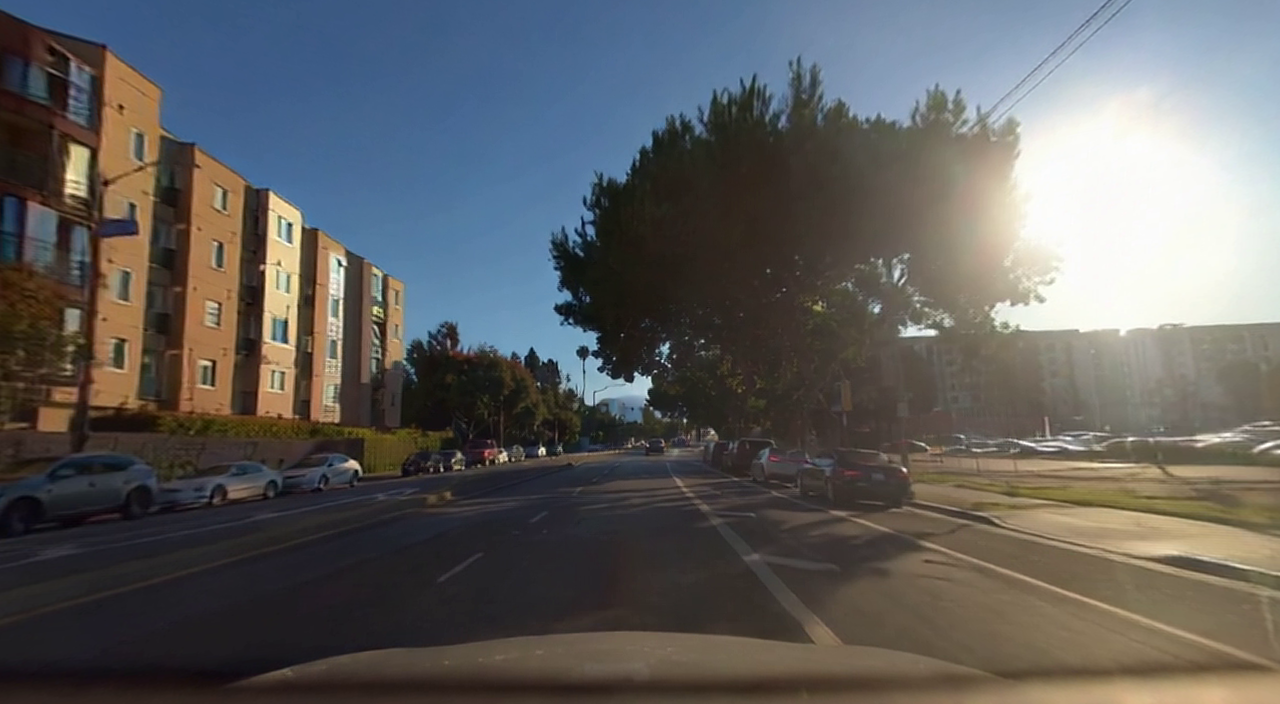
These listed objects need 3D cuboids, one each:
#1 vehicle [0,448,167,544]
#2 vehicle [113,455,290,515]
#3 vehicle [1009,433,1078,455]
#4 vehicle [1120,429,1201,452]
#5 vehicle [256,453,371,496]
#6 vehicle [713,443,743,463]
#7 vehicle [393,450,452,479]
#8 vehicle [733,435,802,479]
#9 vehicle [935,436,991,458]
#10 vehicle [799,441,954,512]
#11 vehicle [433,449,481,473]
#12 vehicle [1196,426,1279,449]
[{"bbox_3d":[-12.606,2.900,13.386,1.908,1.694,4.306,0,-8,-3],"label":"vehicle"},{"bbox_3d":[-12.688,3.833,18.746,1.779,1.433,4.633,0,-8,2],"label":"vehicle"},{"bbox_3d":[28.536,6.546,44.859,1.790,1.460,4.515,0,-8,-2],"label":"vehicle"},{"bbox_3d":[36.740,6.285,44.760,1.780,1.479,4.556,0,-8,-1],"label":"vehicle"},{"bbox_3d":[-12.574,4.719,24.748,1.889,1.461,4.608,0,-8,2],"label":"vehicle"},{"bbox_3d":[6.788,7.782,48.912,1.947,1.487,4.549,0,-8,4],"label":"vehicle"},{"bbox_3d":[-12.211,6.285,35.686,1.926,1.499,3.869,0,-8,1],"label":"vehicle"},{"bbox_3d":[5.694,4.769,29.065,2.102,1.781,5.470,0,-8,1],"label":"vehicle"},{"bbox_3d":[22.884,6.750,44.901,1.797,1.425,3.794,0,-8,-2],"label":"vehicle"},{"bbox_3d":[5.449,2.897,15.277,2.085,1.466,4.276,0,-8,0],"label":"vehicle"},{"bbox_3d":[-12.204,7.265,42.364,1.723,1.418,4.359,0,-8,2],"label":"vehicle"},{"bbox_3d":[42.027,6.084,44.575,1.793,1.525,4.157,0,-8,2],"label":"vehicle"}]
